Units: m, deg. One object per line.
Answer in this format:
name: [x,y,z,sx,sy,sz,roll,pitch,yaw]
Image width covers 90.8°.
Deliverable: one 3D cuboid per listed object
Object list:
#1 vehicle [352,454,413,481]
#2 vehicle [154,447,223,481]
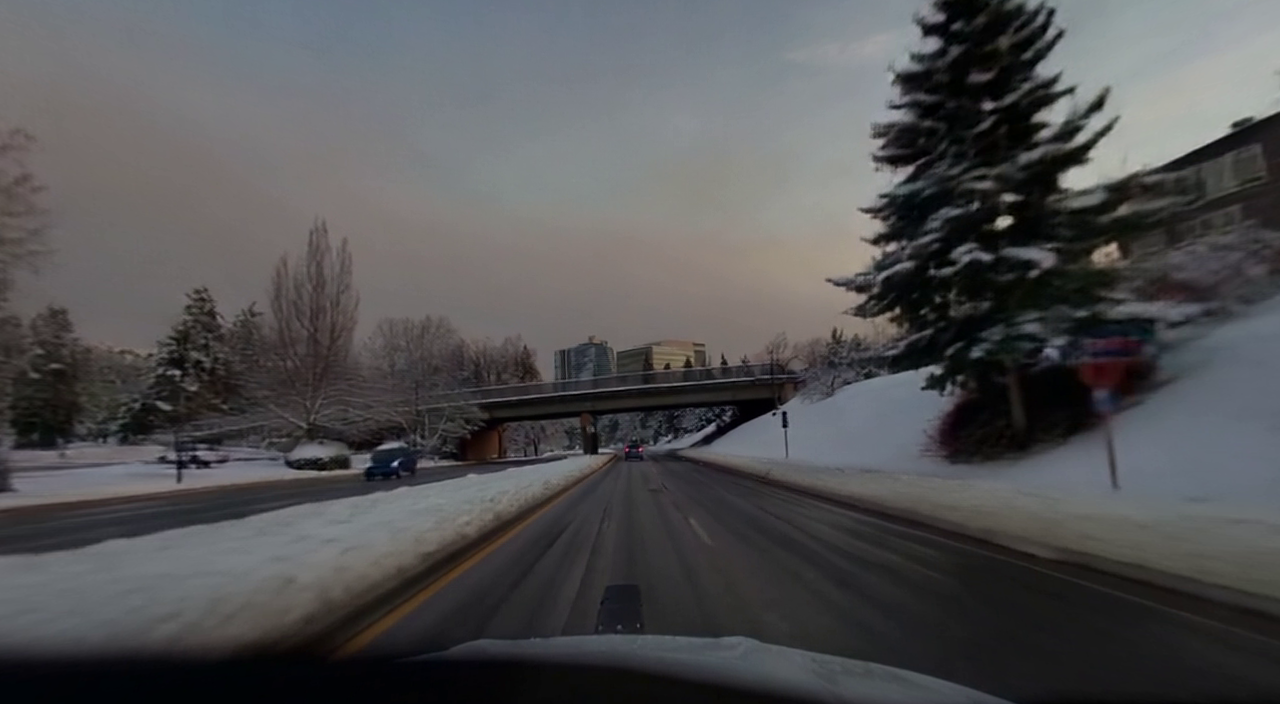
vehicle: [-15.703,7.062,38.808,1.912,1.465,4.479,0,-9,0]
vehicle: [-28.852,7.119,40.590,2.199,1.959,5.771,4,-9,-22]
